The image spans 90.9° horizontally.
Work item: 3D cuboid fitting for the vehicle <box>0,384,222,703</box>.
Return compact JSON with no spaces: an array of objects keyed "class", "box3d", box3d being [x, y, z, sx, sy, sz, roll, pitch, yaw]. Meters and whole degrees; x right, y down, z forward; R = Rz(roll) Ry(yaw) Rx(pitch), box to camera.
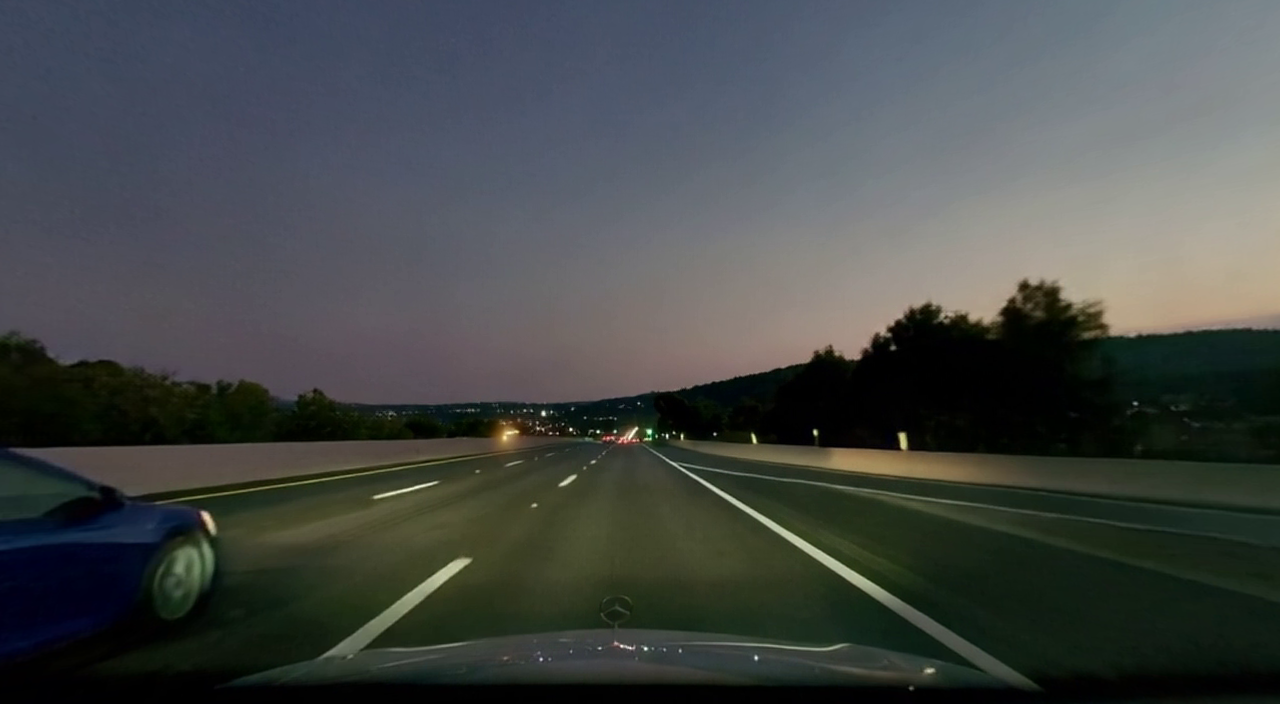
[{"class":"vehicle","box3d":[-3.794,0.800,1.976,2.026,1.517,4.325,0,-8,-1]}]
